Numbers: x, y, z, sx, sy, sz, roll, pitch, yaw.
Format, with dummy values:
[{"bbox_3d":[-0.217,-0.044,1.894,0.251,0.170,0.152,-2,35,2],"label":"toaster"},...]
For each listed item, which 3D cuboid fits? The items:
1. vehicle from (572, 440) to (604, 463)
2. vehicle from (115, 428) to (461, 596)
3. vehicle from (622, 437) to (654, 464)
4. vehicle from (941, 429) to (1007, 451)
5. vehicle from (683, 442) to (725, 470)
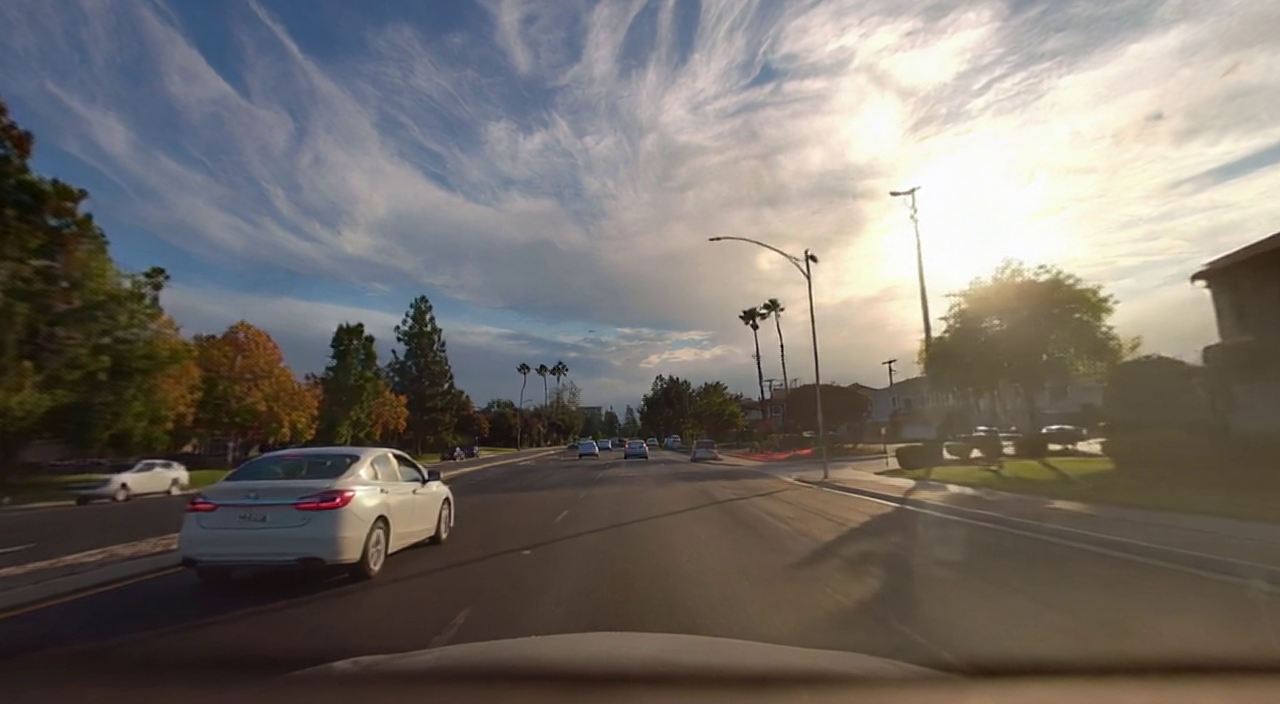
[{"bbox_3d":[-3.662,7.098,45.241,2.000,1.569,3.794,0,-8,-1],"label":"vehicle"},{"bbox_3d":[-3.758,1.749,7.911,1.844,1.451,4.543,0,-8,-2],"label":"vehicle"},{"bbox_3d":[-0.178,6.647,42.801,2.043,1.734,4.253,0,-8,-1],"label":"vehicle"},{"bbox_3d":[23.712,6.295,45.029,1.754,1.504,4.090,2,-9,-14],"label":"vehicle"},{"bbox_3d":[3.494,5.739,35.159,1.830,1.451,4.009,0,-8,-2],"label":"vehicle"}]
